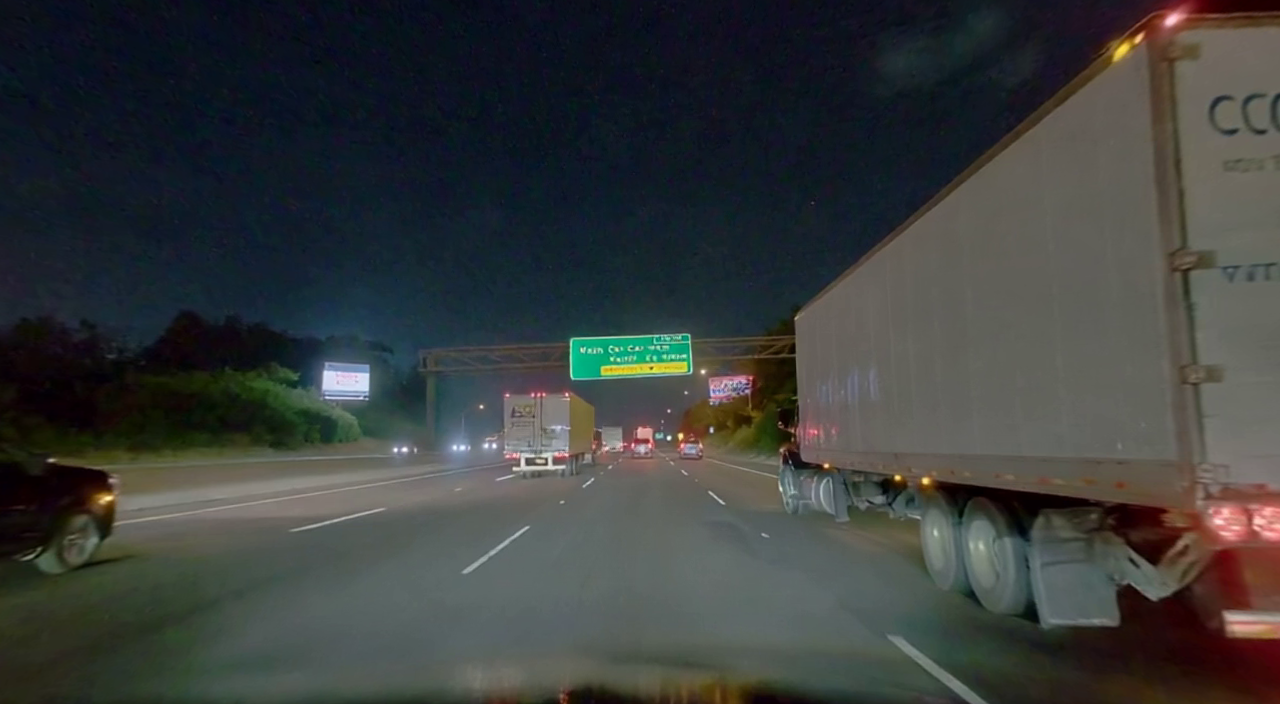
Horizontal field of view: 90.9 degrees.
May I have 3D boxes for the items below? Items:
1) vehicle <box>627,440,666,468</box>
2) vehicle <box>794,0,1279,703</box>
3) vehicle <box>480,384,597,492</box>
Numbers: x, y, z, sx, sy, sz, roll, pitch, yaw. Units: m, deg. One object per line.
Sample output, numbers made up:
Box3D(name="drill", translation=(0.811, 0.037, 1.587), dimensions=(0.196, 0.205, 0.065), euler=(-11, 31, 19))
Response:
Box3D(name="vehicle", translation=(0.352, 5.906, 36.563), dimensions=(2.105, 1.502, 4.068), euler=(0, -8, 0))
Box3D(name="vehicle", translation=(4.028, 0.498, 6.574), dimensions=(2.895, 3.484, 7.631), euler=(0, -8, 0))
Box3D(name="vehicle", translation=(-3.233, 3.081, 22.416), dimensions=(2.745, 3.156, 7.608), euler=(0, -8, 1))
